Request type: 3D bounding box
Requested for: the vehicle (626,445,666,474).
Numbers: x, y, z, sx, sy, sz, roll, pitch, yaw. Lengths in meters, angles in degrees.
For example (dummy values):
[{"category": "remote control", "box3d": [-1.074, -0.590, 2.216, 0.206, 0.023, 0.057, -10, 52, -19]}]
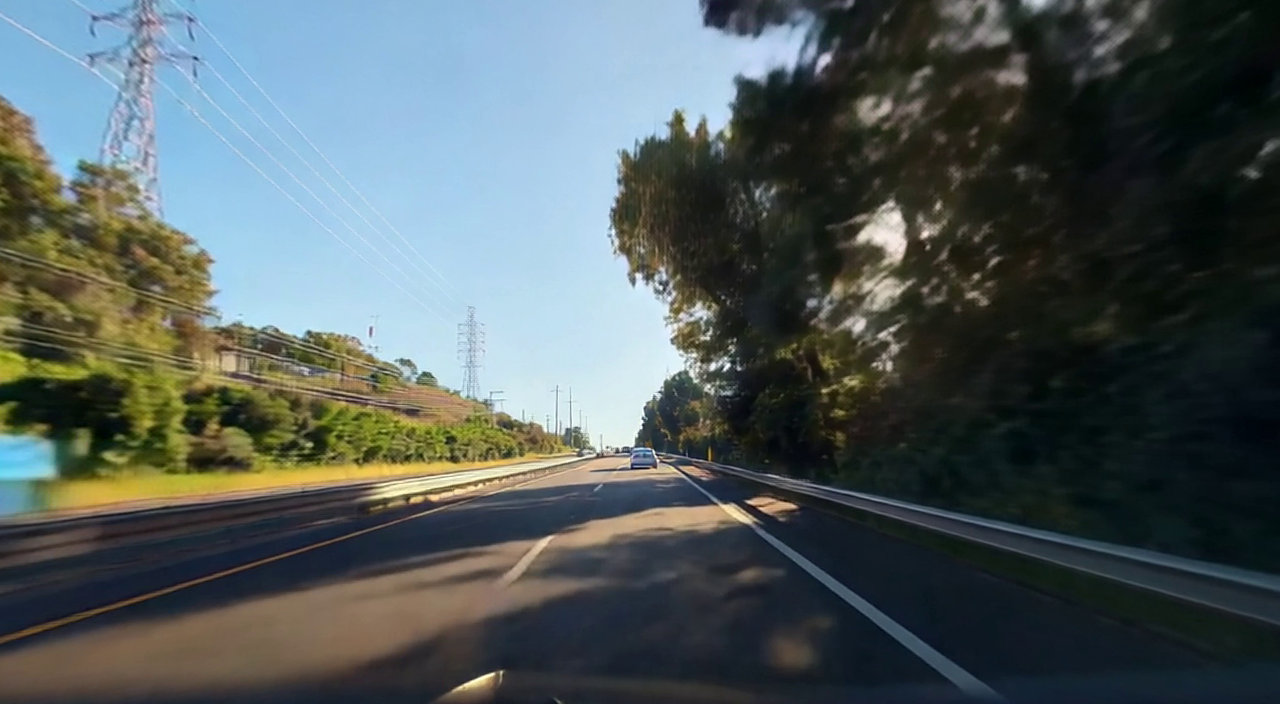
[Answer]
[{"category": "vehicle", "box3d": [0.292, 5.834, 34.452, 2.080, 1.486, 3.813, 0, -9, 0]}]
